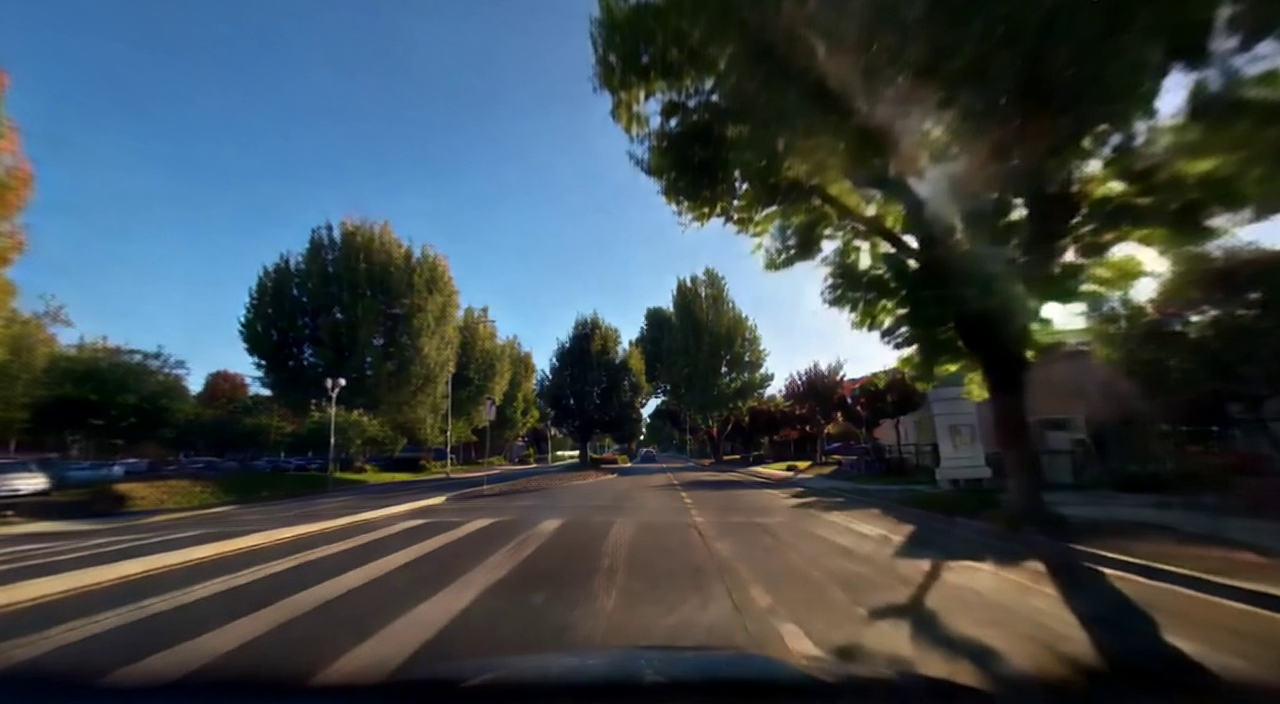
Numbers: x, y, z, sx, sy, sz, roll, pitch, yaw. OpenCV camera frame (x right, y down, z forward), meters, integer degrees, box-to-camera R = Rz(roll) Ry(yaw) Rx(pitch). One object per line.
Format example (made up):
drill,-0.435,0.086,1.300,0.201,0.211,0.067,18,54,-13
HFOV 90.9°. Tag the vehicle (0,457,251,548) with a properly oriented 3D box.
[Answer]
vehicle,-10.890,3.140,13.829,1.813,1.578,4.332,-1,-8,2
